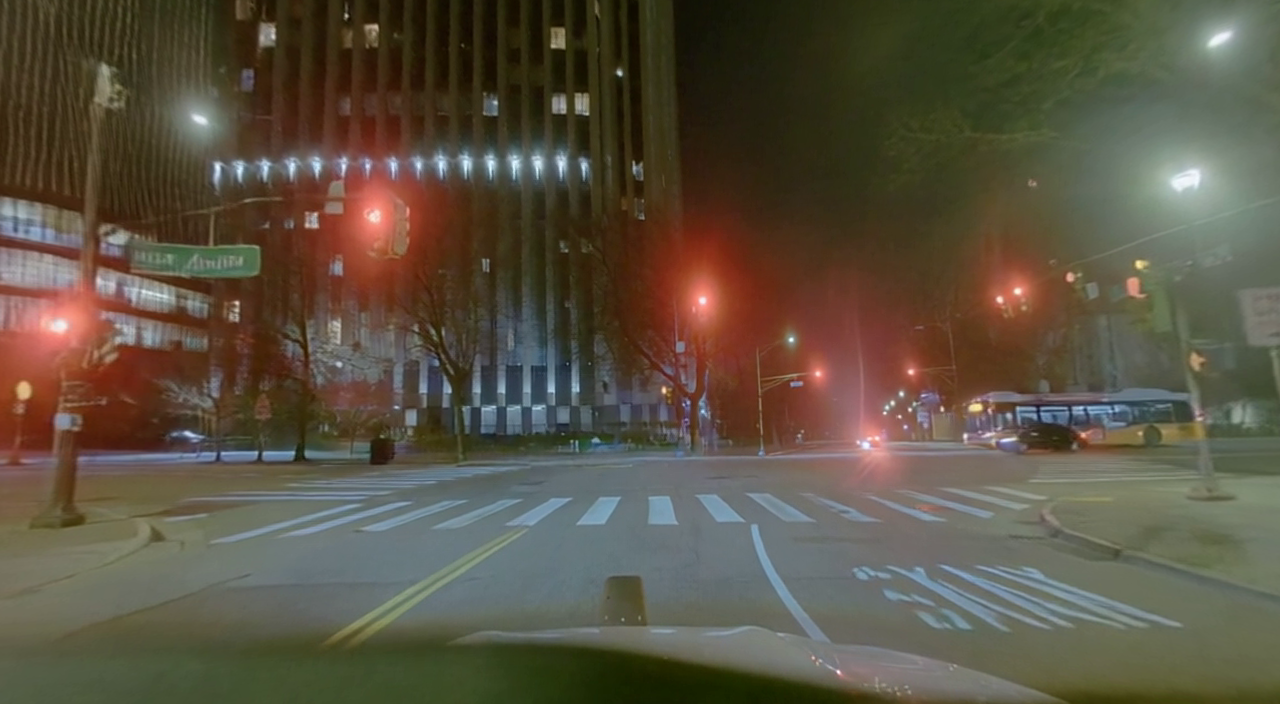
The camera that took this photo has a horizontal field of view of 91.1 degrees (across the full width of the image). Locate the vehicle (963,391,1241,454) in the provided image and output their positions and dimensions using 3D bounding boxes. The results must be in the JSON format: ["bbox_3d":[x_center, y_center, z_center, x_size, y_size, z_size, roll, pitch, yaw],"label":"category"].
[{"bbox_3d":[25.110,3.935,34.576,12.822,3.296,3.033,0,-9,-1],"label":"vehicle"}]

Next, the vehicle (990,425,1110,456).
[{"bbox_3d":[19.865,4.315,30.516,4.538,1.461,1.805,0,-9,0],"label":"vehicle"}]
